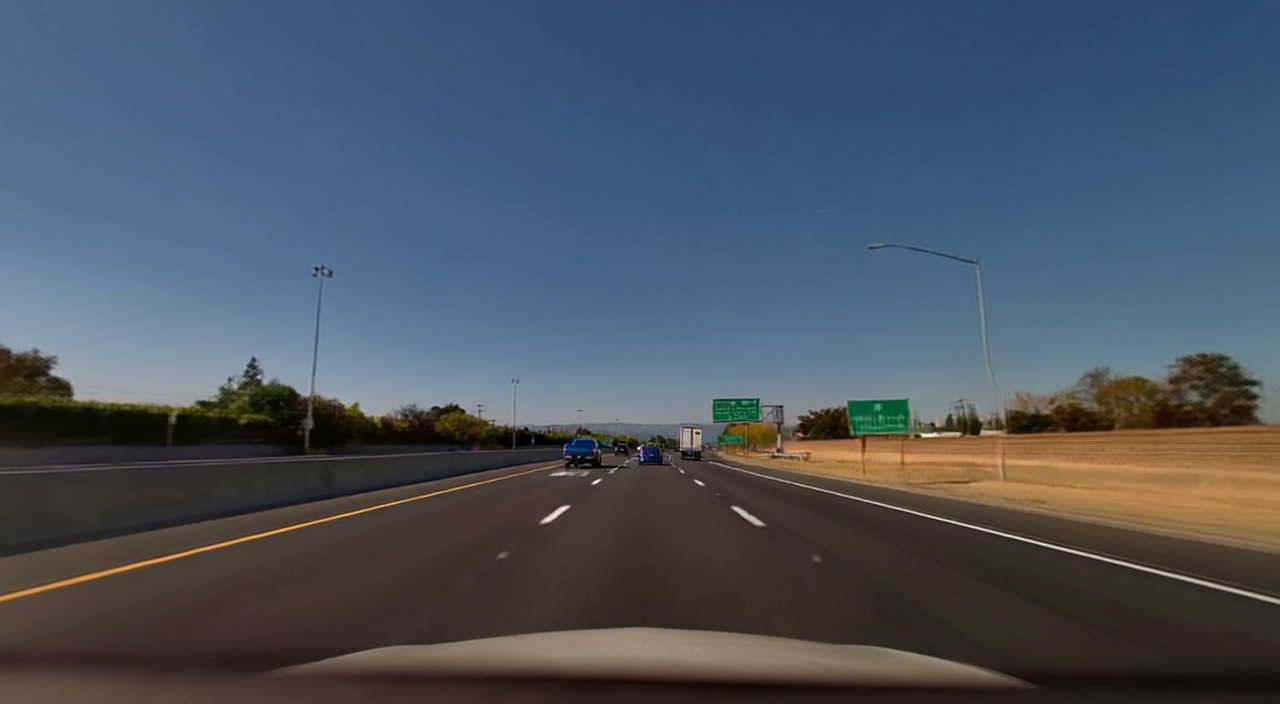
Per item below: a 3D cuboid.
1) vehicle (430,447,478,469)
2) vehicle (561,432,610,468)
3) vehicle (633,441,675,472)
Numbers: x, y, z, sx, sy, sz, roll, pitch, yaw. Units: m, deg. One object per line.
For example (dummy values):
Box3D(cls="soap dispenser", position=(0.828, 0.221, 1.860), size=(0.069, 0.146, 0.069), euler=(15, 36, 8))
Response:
Box3D(cls="vehicle", position=(-13.496, 7.667, 45.885), size=(1.911, 1.499, 4.586), euler=(-1, -9, 3))
Box3D(cls="vehicle", position=(-3.060, 5.666, 36.556), size=(2.264, 1.901, 4.647), euler=(0, -9, 2))
Box3D(cls="vehicle", position=(0.749, 5.599, 33.851), size=(2.086, 1.548, 4.325), euler=(0, -9, 1))
